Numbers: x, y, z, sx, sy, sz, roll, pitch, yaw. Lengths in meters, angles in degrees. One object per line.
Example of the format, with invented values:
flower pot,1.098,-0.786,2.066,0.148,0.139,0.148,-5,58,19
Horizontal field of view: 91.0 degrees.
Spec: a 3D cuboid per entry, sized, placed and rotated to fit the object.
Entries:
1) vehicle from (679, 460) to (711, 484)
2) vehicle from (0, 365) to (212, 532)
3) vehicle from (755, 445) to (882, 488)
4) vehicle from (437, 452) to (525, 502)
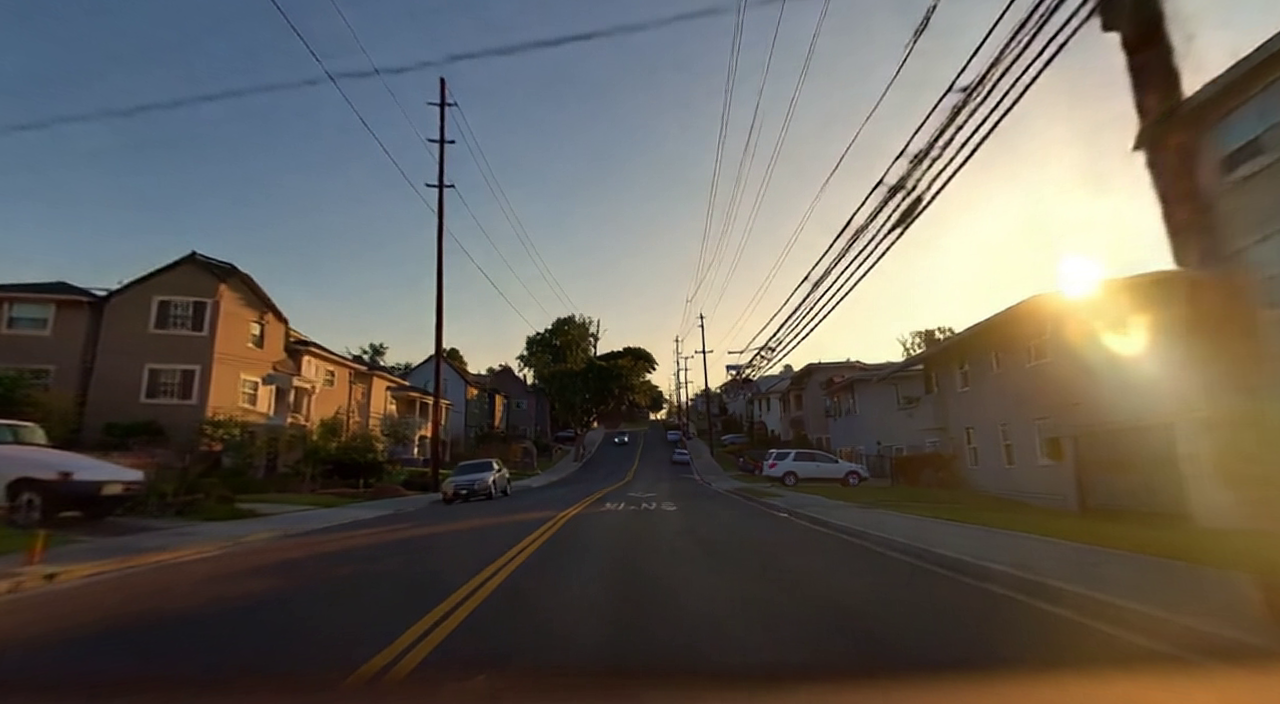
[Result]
vehicle,3.707,8.195,43.116,2.063,1.503,4.415,0,-10,3
vehicle,-12.486,2.110,12.799,5.503,2.906,2.584,-3,-14,0
vehicle,8.604,5.547,30.751,5.512,1.846,2.115,-2,-8,2
vehicle,-6.234,5.041,25.285,2.156,1.764,4.410,-2,-12,3
